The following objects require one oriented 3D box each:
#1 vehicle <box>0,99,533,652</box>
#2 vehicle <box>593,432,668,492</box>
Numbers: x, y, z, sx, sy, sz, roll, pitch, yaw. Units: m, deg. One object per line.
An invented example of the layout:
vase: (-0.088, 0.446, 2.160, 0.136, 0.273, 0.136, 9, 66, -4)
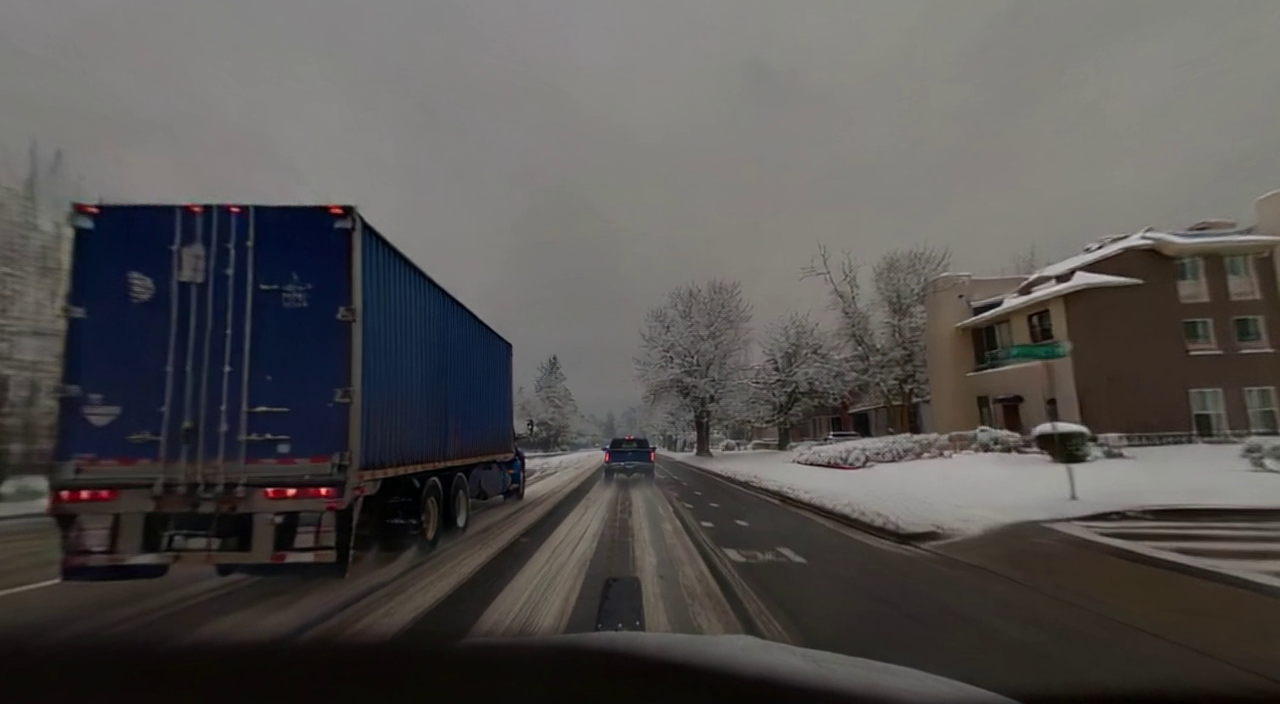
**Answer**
vehicle: (-3.988, 0.815, 9.584, 2.996, 3.902, 10.410, 0, -9, -1)
vehicle: (-0.309, 3.379, 19.701, 2.094, 1.682, 3.866, 0, -9, -1)
